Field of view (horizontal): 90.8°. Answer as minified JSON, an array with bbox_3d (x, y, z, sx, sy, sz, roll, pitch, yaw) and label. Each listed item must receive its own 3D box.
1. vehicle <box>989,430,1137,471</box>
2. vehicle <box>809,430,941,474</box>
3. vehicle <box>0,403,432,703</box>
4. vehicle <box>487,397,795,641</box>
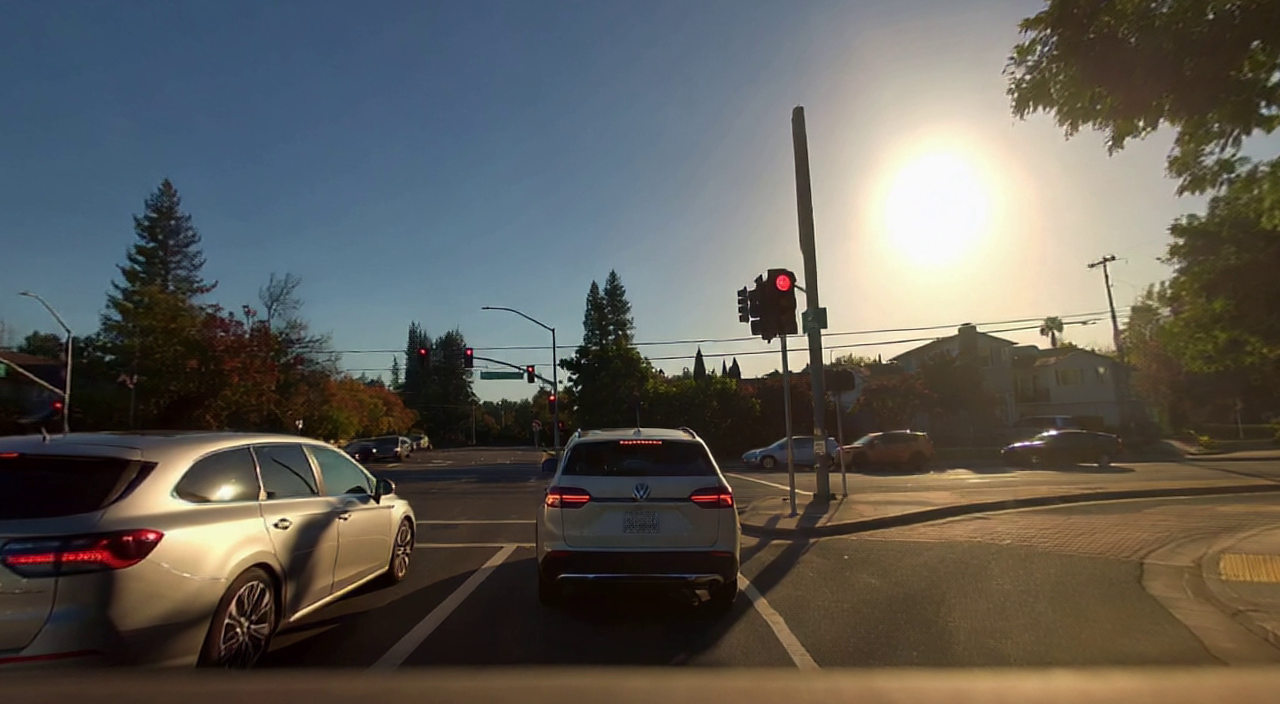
[{"bbox_3d":[17.436,4.097,26.260,4.670,1.616,1.926,-1,-9,6],"label":"vehicle"},{"bbox_3d":[9.945,4.281,27.091,4.887,1.769,2.035,-1,-9,6],"label":"vehicle"},{"bbox_3d":[-3.284,1.275,4.719,2.035,1.492,4.415,0,-9,-1],"label":"vehicle"},{"bbox_3d":[-0.132,1.469,6.569,2.154,1.670,4.140,1,-9,-4],"label":"vehicle"}]
